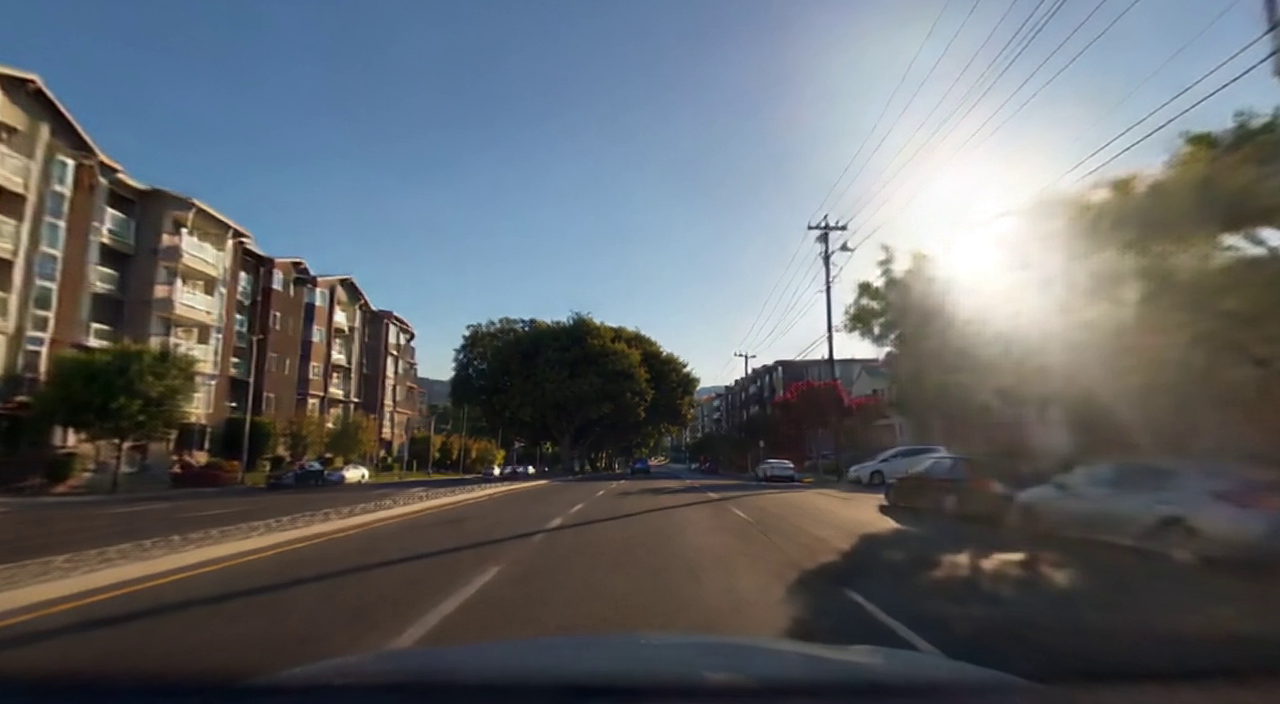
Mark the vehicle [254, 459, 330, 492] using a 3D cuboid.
[{"bbox_3d":[-21.607,7.650,39.419,1.895,1.798,4.703,-1,-8,2],"label":"vehicle"}]

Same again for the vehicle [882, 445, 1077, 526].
[{"bbox_3d":[7.216,2.830,14.039,1.927,1.494,4.362,0,-8,0],"label":"vehicle"}]

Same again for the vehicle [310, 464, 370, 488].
[{"bbox_3d":[-21.522,8.916,45.531,1.906,1.487,4.773,0,-8,1],"label":"vehicle"}]

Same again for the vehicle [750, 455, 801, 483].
[{"bbox_3d":[7.888,6.864,37.240,1.986,1.467,4.412,0,-8,-1],"label":"vehicle"}]

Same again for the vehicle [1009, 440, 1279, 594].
[{"bbox_3d":[7.095,1.895,8.171,1.875,1.481,4.434,0,-8,-1],"label":"vehicle"}]
